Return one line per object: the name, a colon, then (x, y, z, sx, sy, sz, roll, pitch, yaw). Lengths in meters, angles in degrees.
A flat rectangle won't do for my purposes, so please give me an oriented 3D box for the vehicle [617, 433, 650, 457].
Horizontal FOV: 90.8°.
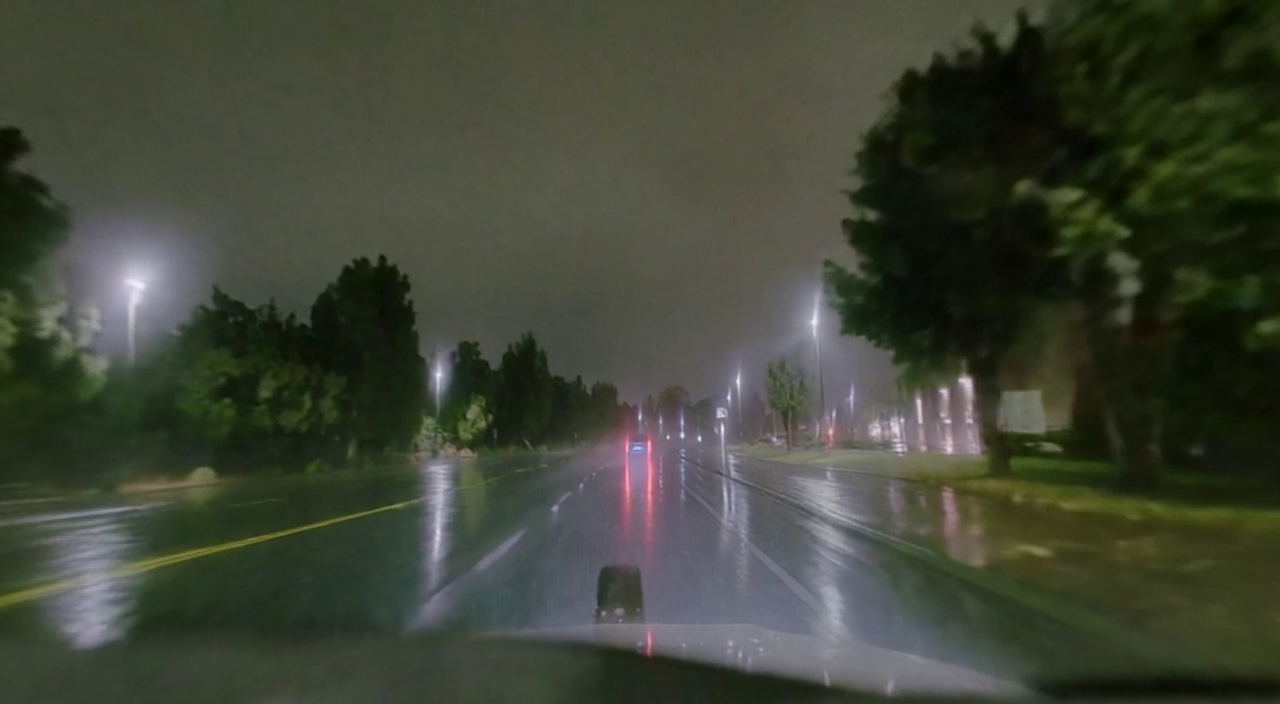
vehicle: (-0.450, 7.265, 49.125, 2.370, 1.781, 4.440, 0, -9, 2)
